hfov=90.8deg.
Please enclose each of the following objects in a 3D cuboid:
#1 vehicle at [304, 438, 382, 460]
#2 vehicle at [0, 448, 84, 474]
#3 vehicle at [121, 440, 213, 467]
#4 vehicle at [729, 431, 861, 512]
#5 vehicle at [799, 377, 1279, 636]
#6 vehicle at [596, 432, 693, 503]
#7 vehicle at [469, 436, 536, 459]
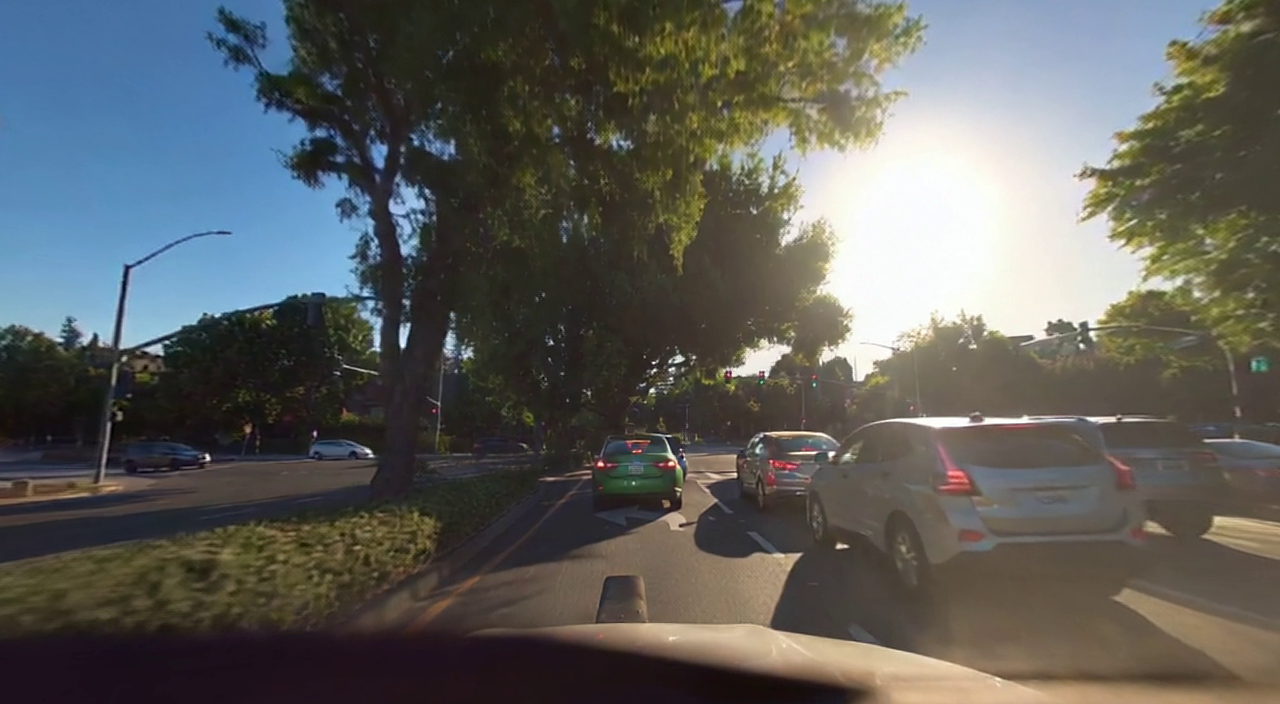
[{"bbox_3d":[-21.335,7.005,45.500,4.670,1.542,1.861,-1,-9,6],"label":"vehicle"},{"bbox_3d":[-36.450,6.524,37.906,4.630,1.441,1.923,-1,-9,8],"label":"vehicle"},{"bbox_3d":[-30.126,6.473,40.292,4.517,1.637,1.935,-1,-9,8],"label":"vehicle"},{"bbox_3d":[3.180,2.554,13.968,1.861,1.479,4.371,0,-9,1],"label":"vehicle"},{"bbox_3d":[3.439,1.438,6.938,2.111,1.780,4.990,0,-9,0],"label":"vehicle"},{"bbox_3d":[0.129,2.734,15.340,2.026,1.458,4.175,0,-9,1],"label":"vehicle"},{"bbox_3d":[-9.144,6.379,42.210,4.076,1.498,2.175,1,-9,-4],"label":"vehicle"}]
